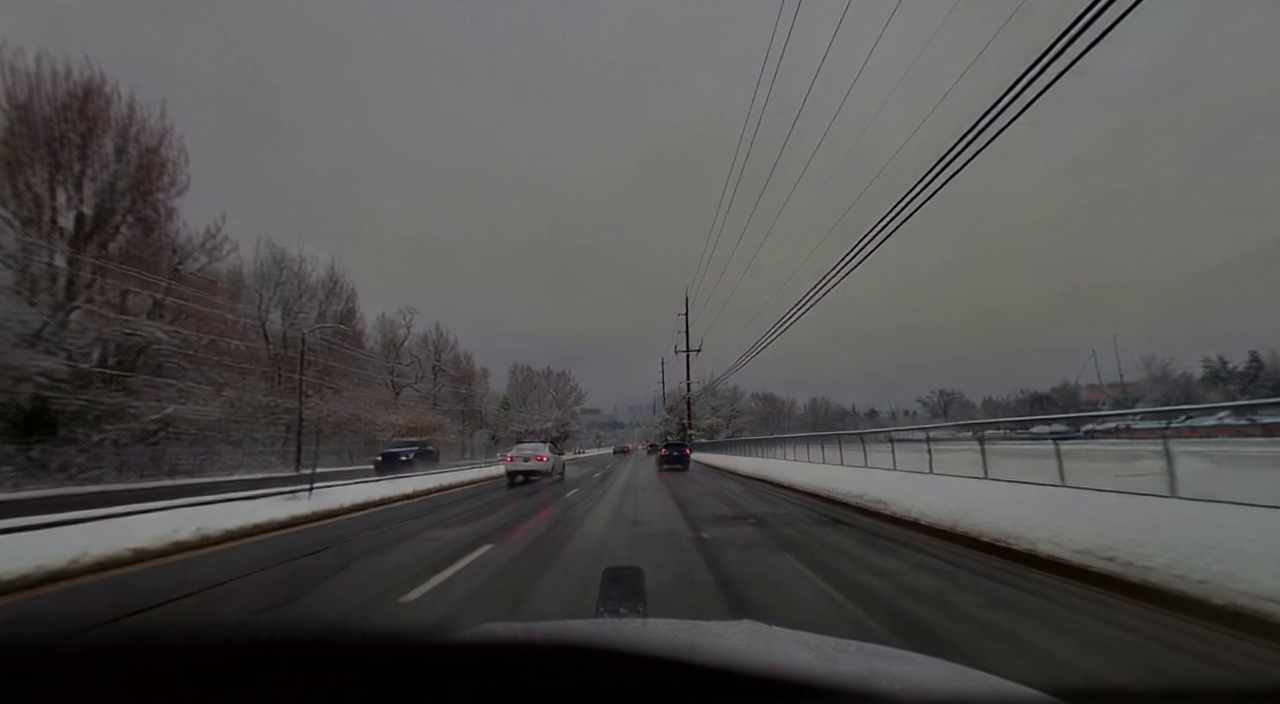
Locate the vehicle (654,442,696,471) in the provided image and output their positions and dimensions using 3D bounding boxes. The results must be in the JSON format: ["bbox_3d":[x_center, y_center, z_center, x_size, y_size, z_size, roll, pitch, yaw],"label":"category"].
[{"bbox_3d":[1.853,5.737,34.576,2.059,1.486,3.980,0,-8,0],"label":"vehicle"}]

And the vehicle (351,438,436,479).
[{"bbox_3d":[-12.126,5.249,31.322,2.090,1.815,5.244,0,-8,1],"label":"vehicle"}]

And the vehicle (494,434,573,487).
[{"bbox_3d":[-3.648,3.813,22.369,1.950,1.692,4.397,0,-8,1],"label":"vehicle"}]
